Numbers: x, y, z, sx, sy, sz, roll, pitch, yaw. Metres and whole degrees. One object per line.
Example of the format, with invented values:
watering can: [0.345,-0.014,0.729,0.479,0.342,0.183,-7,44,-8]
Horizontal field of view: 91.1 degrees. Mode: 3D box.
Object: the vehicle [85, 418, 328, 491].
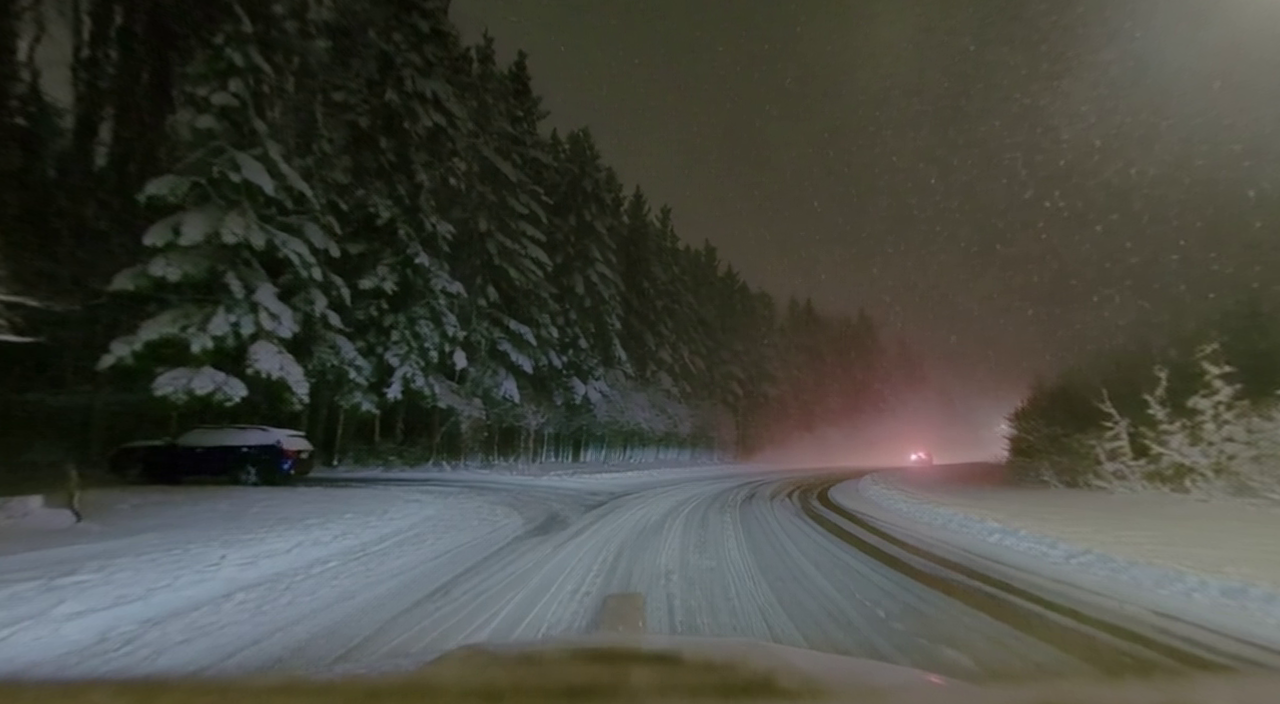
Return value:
vehicle: [-10.295,2.452,15.122,4.594,1.607,1.873,-1,-9,6]
